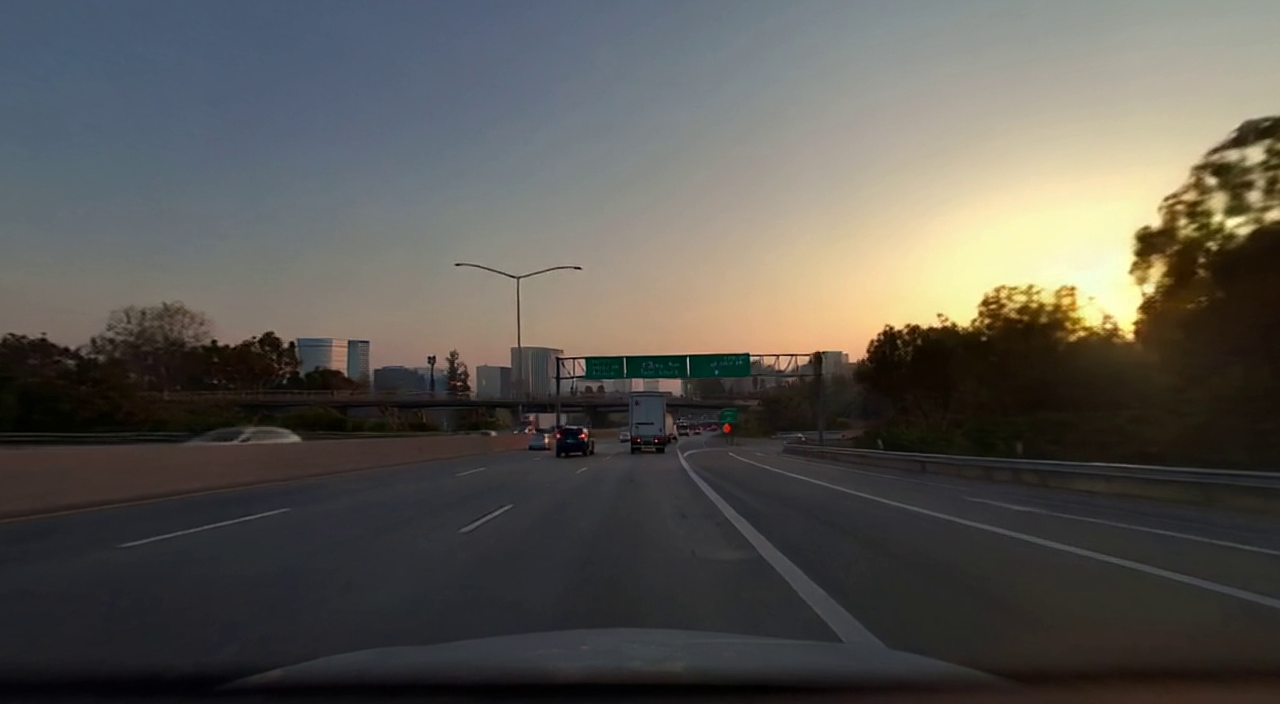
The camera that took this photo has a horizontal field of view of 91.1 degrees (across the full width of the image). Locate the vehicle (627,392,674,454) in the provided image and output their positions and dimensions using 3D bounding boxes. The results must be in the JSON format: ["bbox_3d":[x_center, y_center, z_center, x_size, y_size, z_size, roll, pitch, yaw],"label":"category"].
[{"bbox_3d":[0.764,5.357,46.318,3.024,4.019,10.605,0,-8,1],"label":"vehicle"}]

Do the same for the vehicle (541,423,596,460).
[{"bbox_3d":[-3.654,4.667,32.916,2.119,1.787,4.655,0,-8,3],"label":"vehicle"}]

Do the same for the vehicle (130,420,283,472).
[{"bbox_3d":[-16.321,3.571,24.115,2.110,1.785,5.023,0,-8,2],"label":"vehicle"}]
